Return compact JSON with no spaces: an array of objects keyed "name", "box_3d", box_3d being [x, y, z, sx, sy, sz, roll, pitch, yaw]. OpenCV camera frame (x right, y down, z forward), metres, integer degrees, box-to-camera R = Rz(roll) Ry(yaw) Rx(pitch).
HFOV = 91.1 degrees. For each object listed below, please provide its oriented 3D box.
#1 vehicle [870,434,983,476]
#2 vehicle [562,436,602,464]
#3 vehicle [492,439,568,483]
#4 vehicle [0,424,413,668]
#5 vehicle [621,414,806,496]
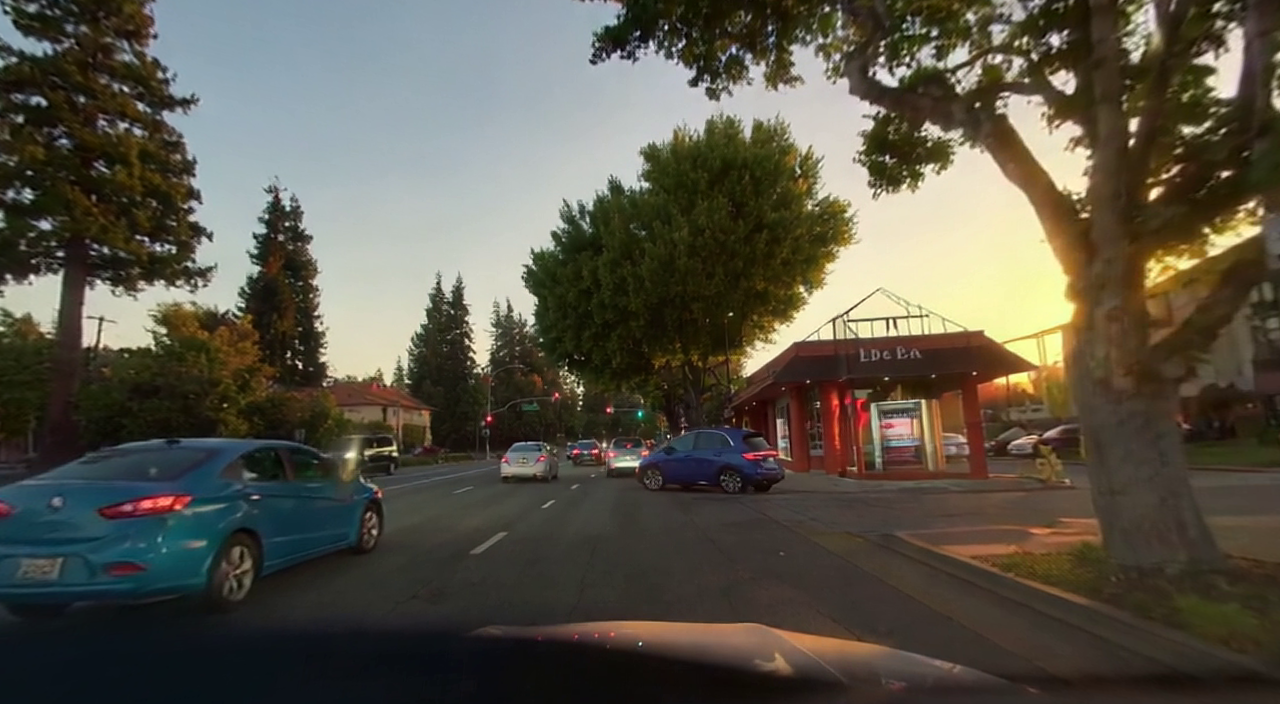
[{"name":"vehicle","box_3d":[12.312,4.460,27.129,3.871,1.525,1.835,-3,-9,0]},{"name":"vehicle","box_3d":[-3.619,6.245,40.013,2.053,1.652,3.873,0,-8,2]},{"name":"vehicle","box_3d":[-3.925,3.968,23.115,2.042,1.470,4.123,0,-8,0]},{"name":"vehicle","box_3d":[-4.032,1.499,6.030,2.026,1.466,4.282,0,-8,1]},{"name":"vehicle","box_3d":[1.956,2.811,17.416,4.642,1.955,2.052,-6,-10,35]}]
